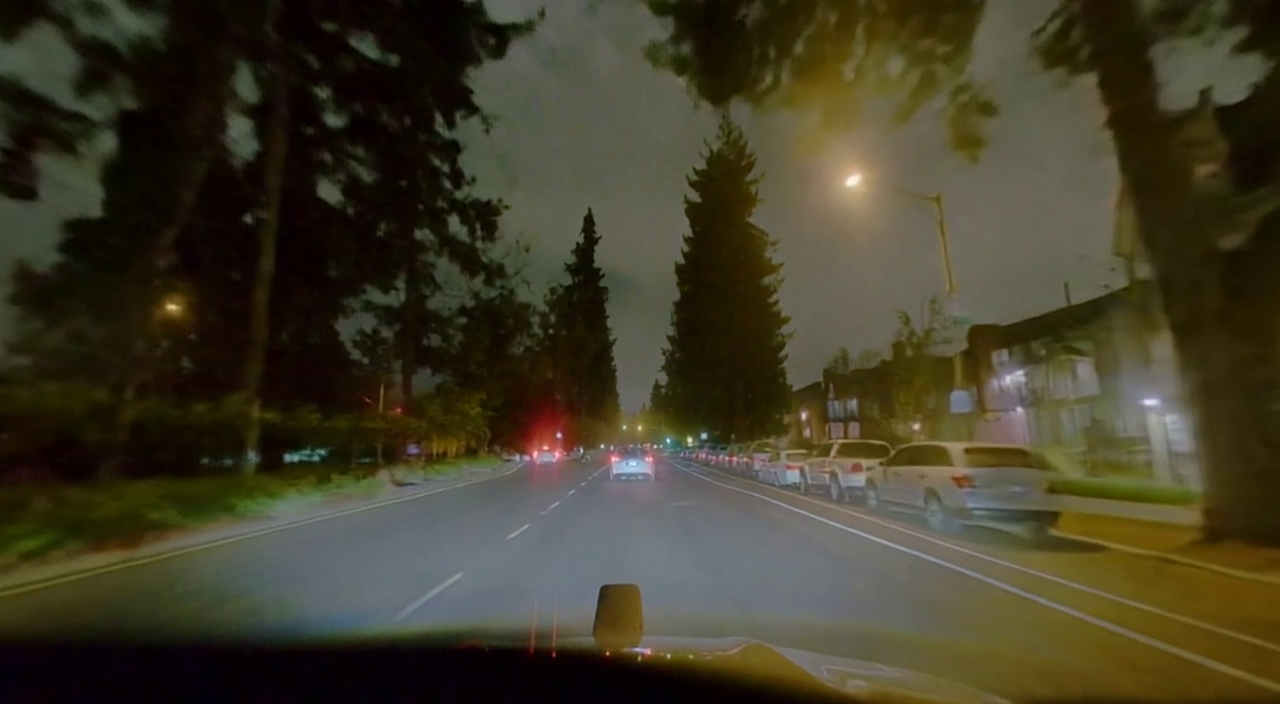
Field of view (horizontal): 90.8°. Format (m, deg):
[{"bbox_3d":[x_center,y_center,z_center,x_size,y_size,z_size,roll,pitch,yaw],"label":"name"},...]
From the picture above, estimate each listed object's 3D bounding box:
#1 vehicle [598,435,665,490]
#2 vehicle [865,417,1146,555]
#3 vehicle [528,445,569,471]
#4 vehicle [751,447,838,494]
[{"bbox_3d":[-0.292,3.726,21.580,2.070,1.698,3.925,0,-9,-1],"label":"vehicle"},{"bbox_3d":[5.846,2.193,11.022,2.139,1.872,4.585,0,-9,1],"label":"vehicle"},{"bbox_3d":[-5.473,6.394,38.394,2.105,1.474,4.808,0,-9,-4],"label":"vehicle"},{"bbox_3d":[5.335,4.128,22.385,2.005,1.499,4.108,0,-9,0],"label":"vehicle"}]
